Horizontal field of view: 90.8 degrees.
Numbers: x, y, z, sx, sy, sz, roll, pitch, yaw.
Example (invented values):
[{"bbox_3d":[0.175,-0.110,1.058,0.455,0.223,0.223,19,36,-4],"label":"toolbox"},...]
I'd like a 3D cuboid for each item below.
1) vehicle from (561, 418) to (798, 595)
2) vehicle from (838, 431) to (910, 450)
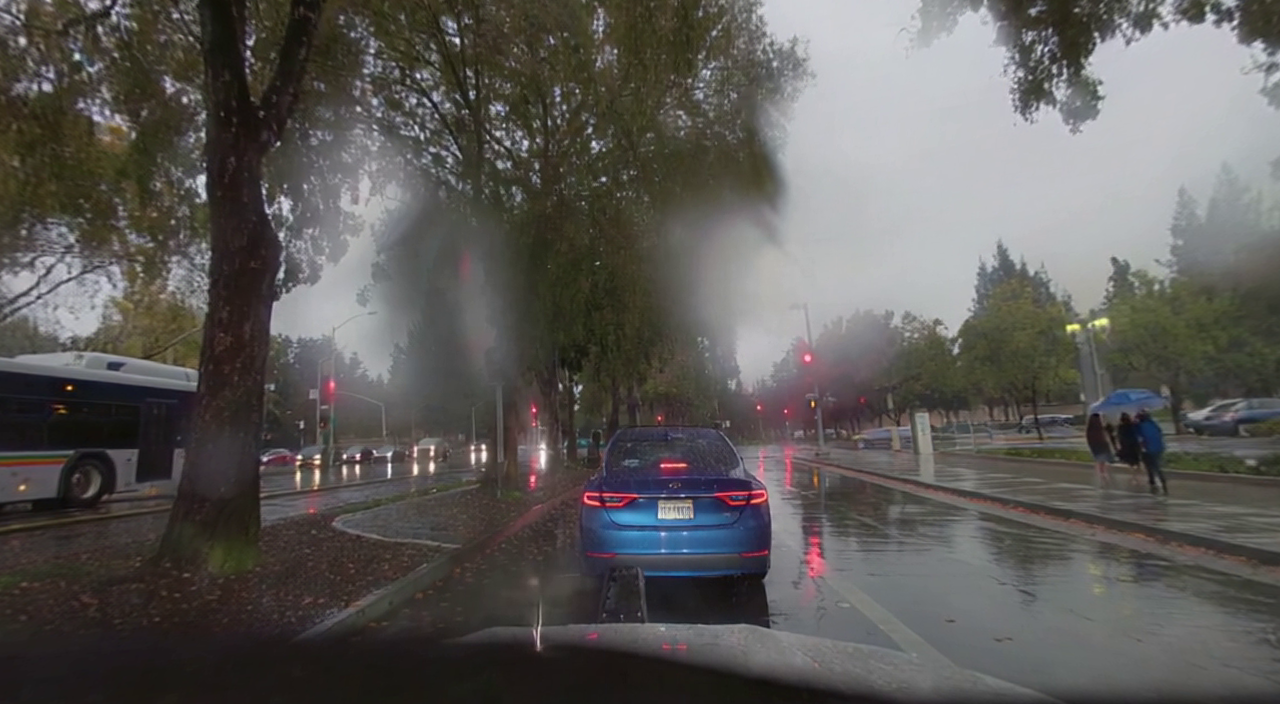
[{"bbox_3d":[0.370,1.615,7.403,2.035,1.499,3.799,0,-8,1],"label":"vehicle"},{"bbox_3d":[18.169,6.910,49.265,4.830,1.461,1.883,-1,-9,3],"label":"vehicle"}]
